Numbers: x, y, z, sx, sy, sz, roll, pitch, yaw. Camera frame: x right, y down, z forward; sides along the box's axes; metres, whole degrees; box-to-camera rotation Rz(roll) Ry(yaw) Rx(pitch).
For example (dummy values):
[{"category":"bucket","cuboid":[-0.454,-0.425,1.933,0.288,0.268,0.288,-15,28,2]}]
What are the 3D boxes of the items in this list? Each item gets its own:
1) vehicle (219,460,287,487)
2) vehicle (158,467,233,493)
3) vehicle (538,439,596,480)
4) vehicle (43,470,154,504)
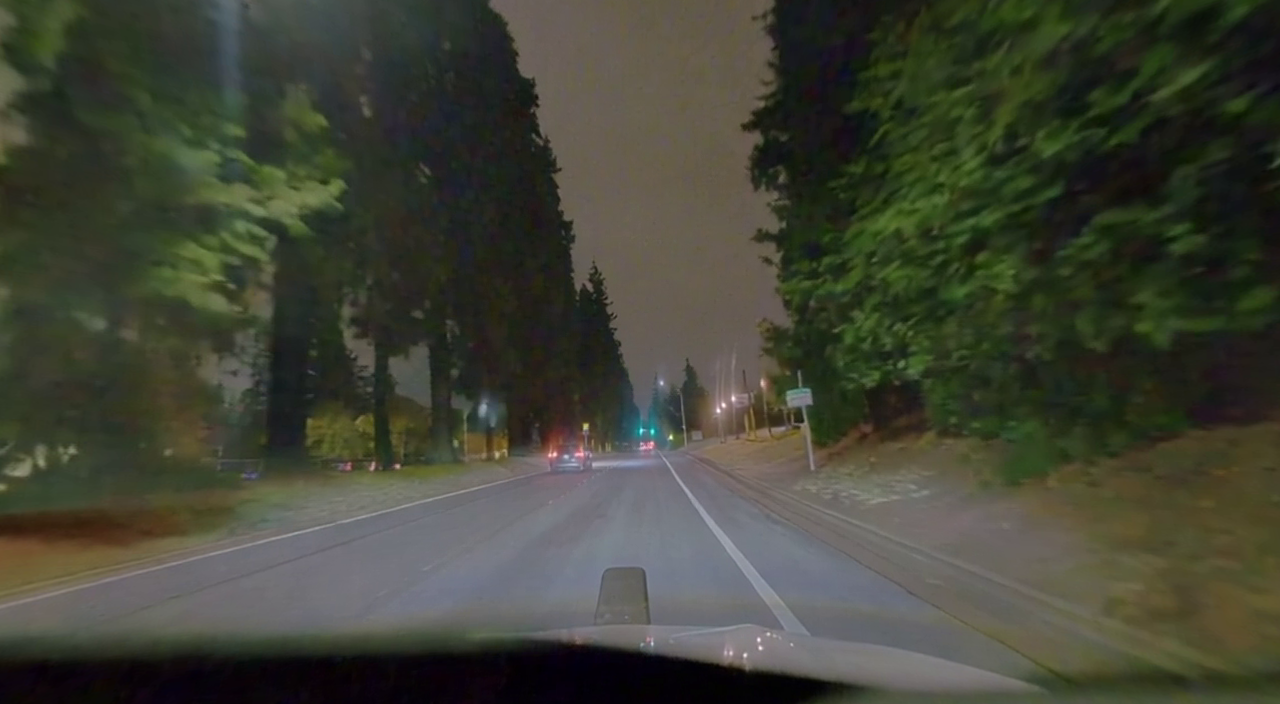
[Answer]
[{"category":"vehicle","cuboid":[-29.694,9.315,48.580,1.992,1.792,4.929,0,-8,2]},{"category":"vehicle","cuboid":[-29.782,8.567,42.406,1.862,1.478,4.488,-1,-8,0]},{"category":"vehicle","cuboid":[-3.220,4.819,28.635,2.016,1.694,4.335,0,-8,2]},{"category":"vehicle","cuboid":[-29.505,7.356,34.591,1.912,1.475,4.918,-1,-8,-3]}]
